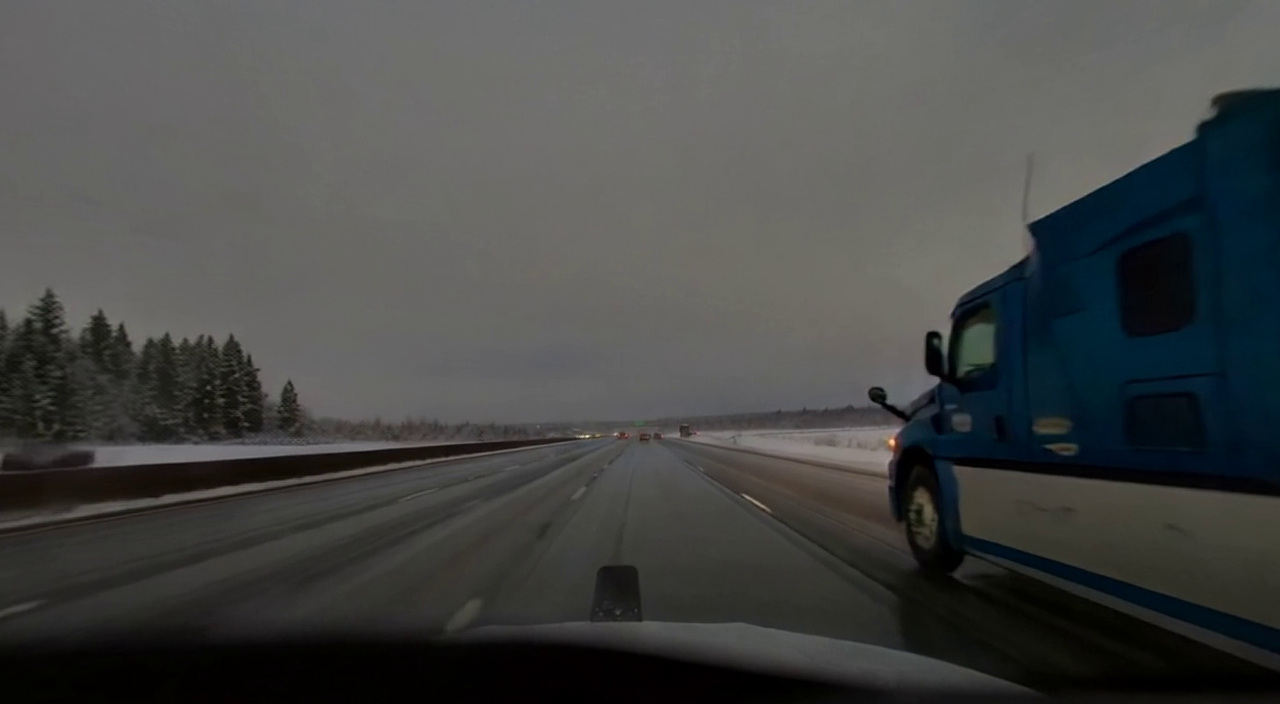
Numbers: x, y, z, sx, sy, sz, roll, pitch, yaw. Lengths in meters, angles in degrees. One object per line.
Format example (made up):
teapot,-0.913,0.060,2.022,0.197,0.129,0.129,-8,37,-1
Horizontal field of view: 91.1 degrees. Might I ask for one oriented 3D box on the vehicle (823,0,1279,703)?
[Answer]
vehicle,4.149,0.030,5.782,3.049,3.826,6.146,0,-8,1
